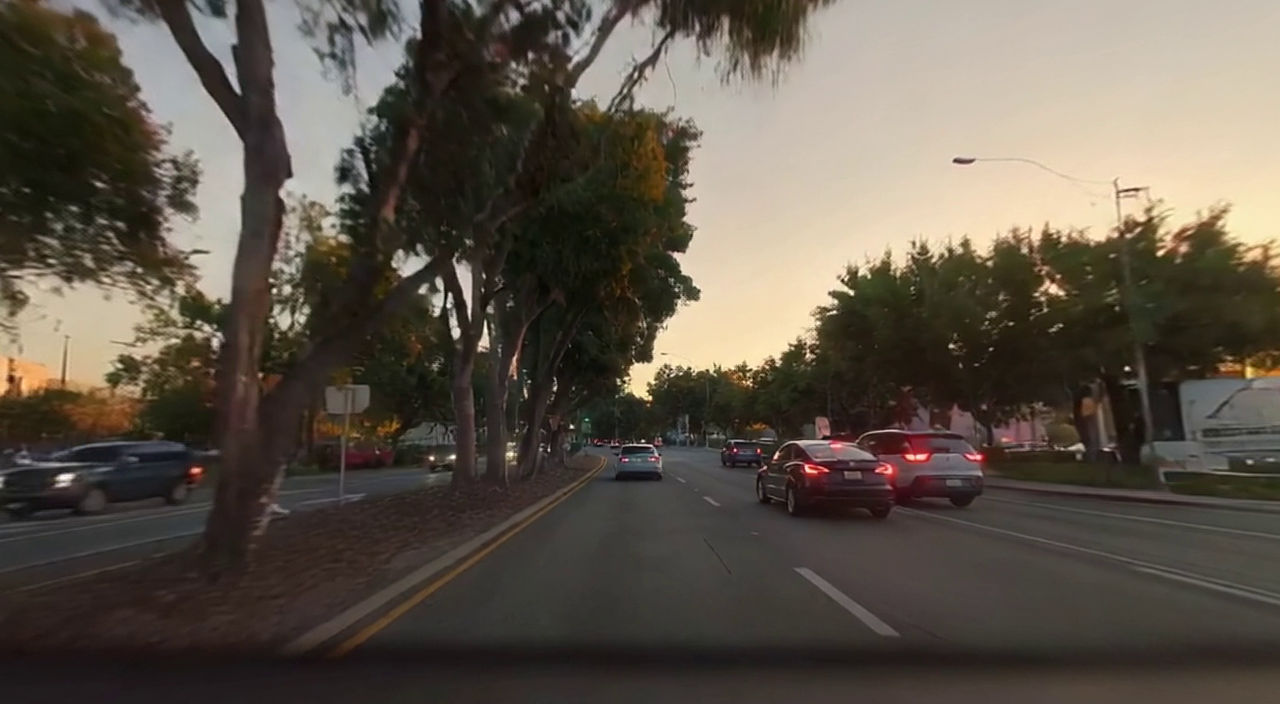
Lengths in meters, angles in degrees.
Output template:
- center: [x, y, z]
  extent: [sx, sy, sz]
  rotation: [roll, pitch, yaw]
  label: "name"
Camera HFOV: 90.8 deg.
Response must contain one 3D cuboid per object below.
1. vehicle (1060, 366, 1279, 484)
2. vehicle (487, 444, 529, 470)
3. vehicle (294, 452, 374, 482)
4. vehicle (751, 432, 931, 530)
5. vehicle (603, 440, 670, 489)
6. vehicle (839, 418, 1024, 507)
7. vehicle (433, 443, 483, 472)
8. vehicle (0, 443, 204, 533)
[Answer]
- center: [18.981, 2.383, 20.428]
  extent: [8.476, 3.508, 3.062]
  rotation: [0, -9, -1]
  label: "vehicle"
- center: [-8.937, 7.152, 43.044]
  extent: [1.901, 1.655, 4.250]
  rotation: [0, -9, 0]
  label: "vehicle"
- center: [-16.434, 6.186, 34.270]
  extent: [1.983, 1.477, 4.702]
  rotation: [0, -9, 0]
  label: "vehicle"
- center: [3.421, 2.285, 11.736]
  extent: [1.858, 1.466, 4.230]
  rotation: [0, -9, -1]
  label: "vehicle"
- center: [-0.143, 3.673, 20.925]
  extent: [1.994, 1.479, 3.647]
  rotation: [0, -9, -1]
  label: "vehicle"
- center: [6.773, 2.636, 15.418]
  extent: [2.134, 1.810, 4.590]
  rotation: [0, -9, -2]
  label: "vehicle"
- center: [-12.256, 7.142, 42.826]
  extent: [2.049, 1.824, 4.608]
  rotation: [0, -9, 0]
  label: "vehicle"
- center: [-12.448, 2.931, 14.304]
  extent: [1.954, 1.689, 4.443]
  rotation: [0, -9, 0]
  label: "vehicle"
